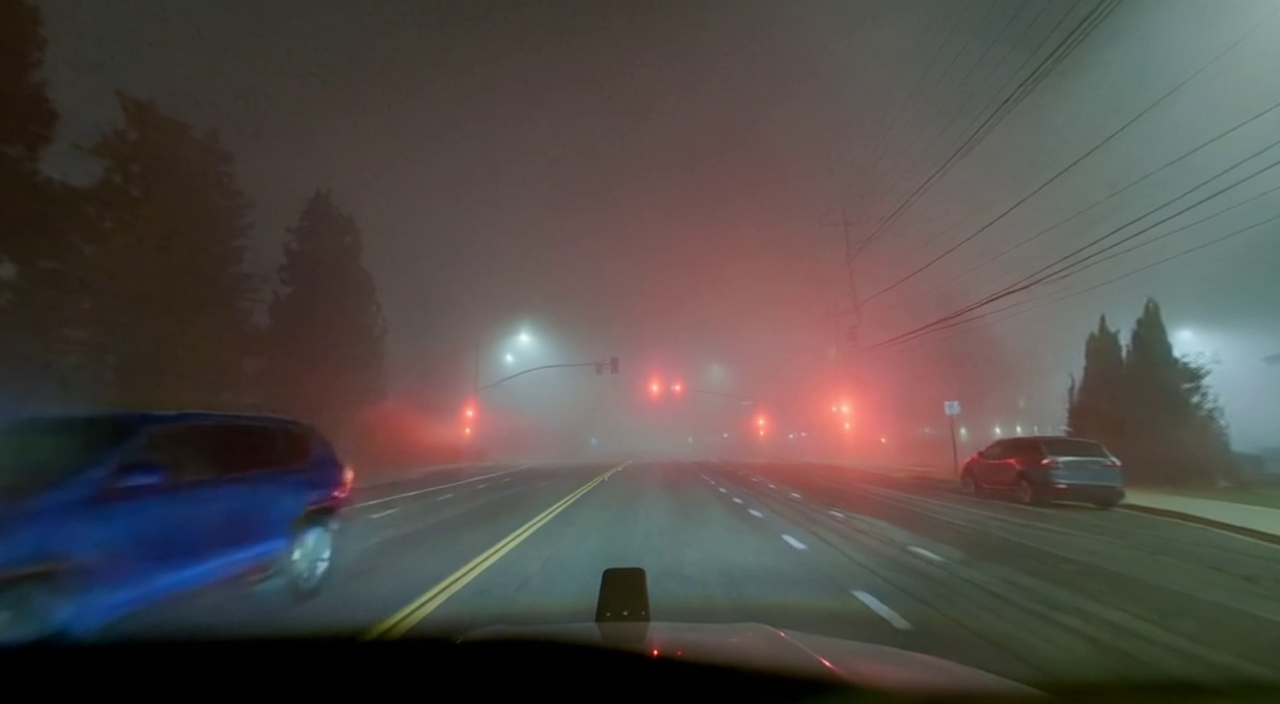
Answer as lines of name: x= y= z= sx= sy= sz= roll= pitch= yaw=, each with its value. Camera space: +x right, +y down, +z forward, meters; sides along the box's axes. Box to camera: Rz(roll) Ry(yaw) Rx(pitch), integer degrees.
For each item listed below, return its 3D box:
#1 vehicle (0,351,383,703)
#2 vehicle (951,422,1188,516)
vehicle: x=-3.973 y=1.168 z=4.726 sx=2.012 sy=1.778 sz=4.990 roll=0 pitch=-8 yaw=-1
vehicle: x=9.484 y=2.612 z=14.627 sx=2.170 sy=1.771 sz=4.908 roll=-1 pitch=-8 yaw=2
